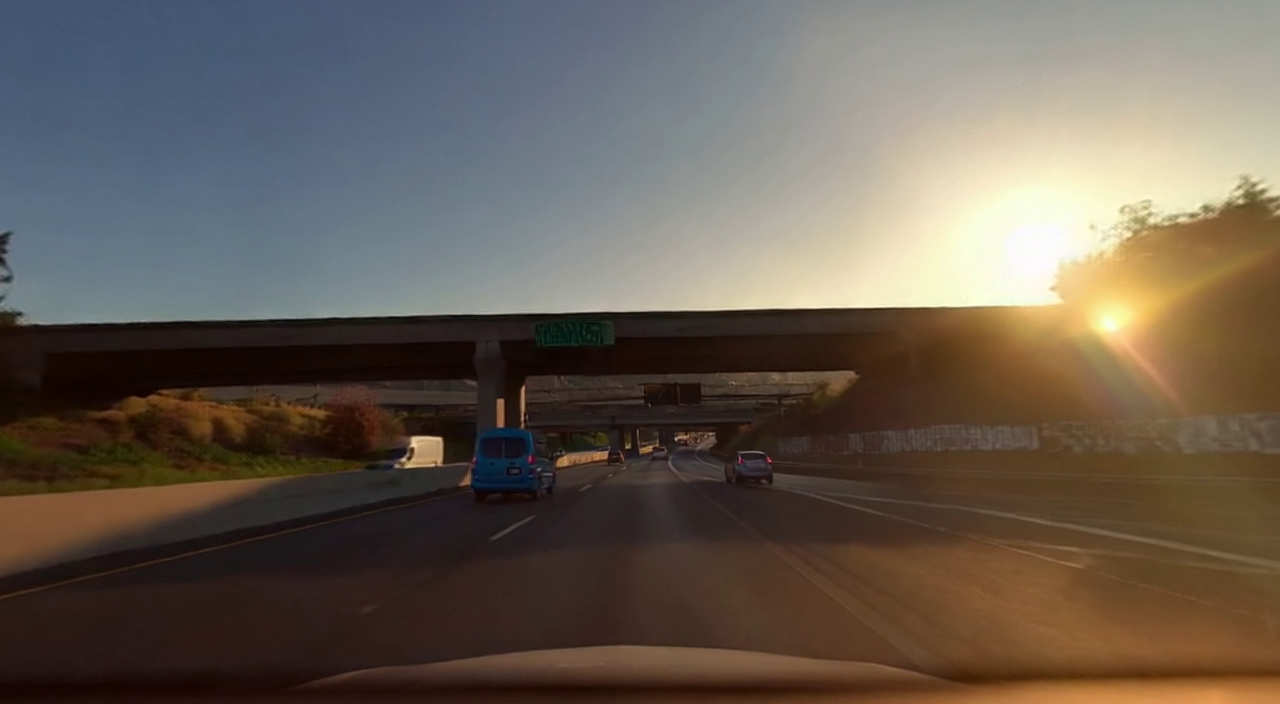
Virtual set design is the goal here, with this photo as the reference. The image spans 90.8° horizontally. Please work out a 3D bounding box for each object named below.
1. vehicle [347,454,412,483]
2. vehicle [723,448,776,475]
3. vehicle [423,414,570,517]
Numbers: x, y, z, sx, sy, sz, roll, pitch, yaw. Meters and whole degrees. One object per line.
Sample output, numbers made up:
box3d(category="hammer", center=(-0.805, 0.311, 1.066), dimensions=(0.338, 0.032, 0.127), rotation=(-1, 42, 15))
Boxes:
box3d(category="vehicle", center=(-16.051, 7.159, 39.132), dimensions=(1.960, 1.632, 4.602), rotation=(0, -9, 1))
box3d(category="vehicle", center=(6.552, 6.609, 38.221), dimensions=(1.972, 1.492, 4.623), rotation=(1, -9, -5))
box3d(category="vehicle", center=(-3.142, 2.654, 15.176), dimensions=(2.310, 2.030, 5.094), rotation=(0, -9, 0))
